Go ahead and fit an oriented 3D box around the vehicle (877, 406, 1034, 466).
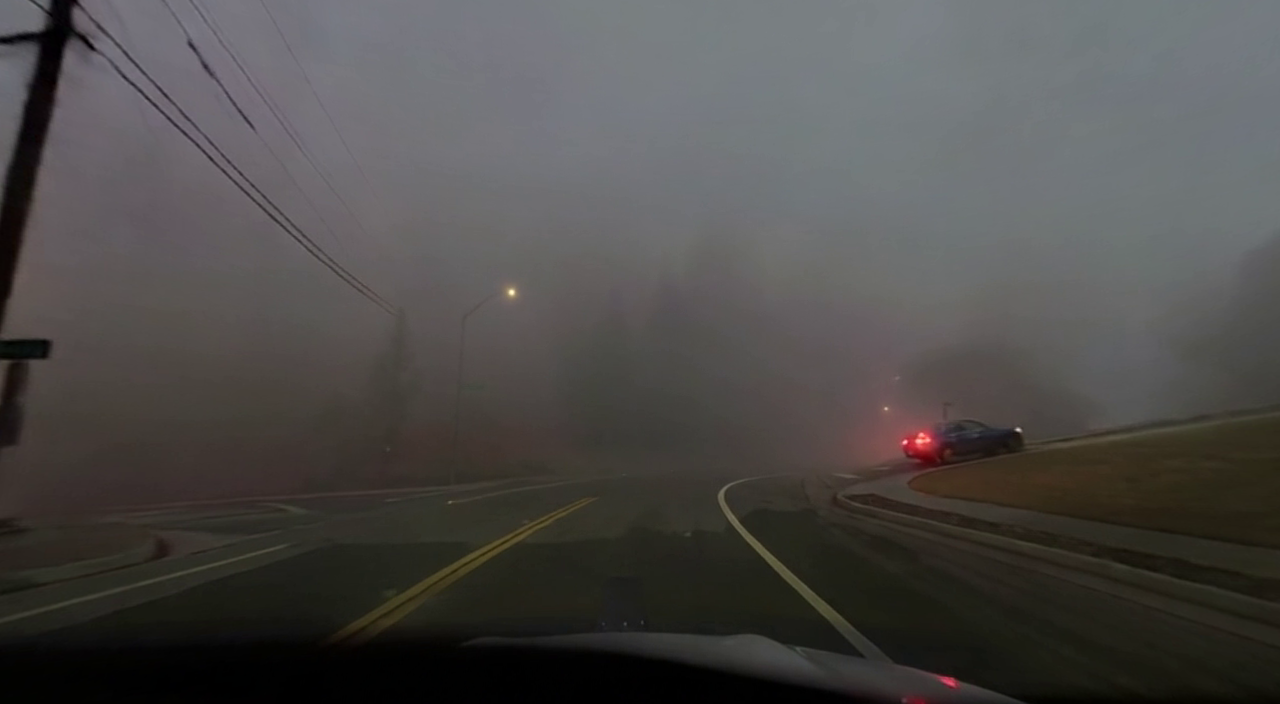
[{"bbox_3d":[12.024,3.240,24.179,4.810,1.732,2.176,-4,-10,-12],"label":"vehicle"}]
